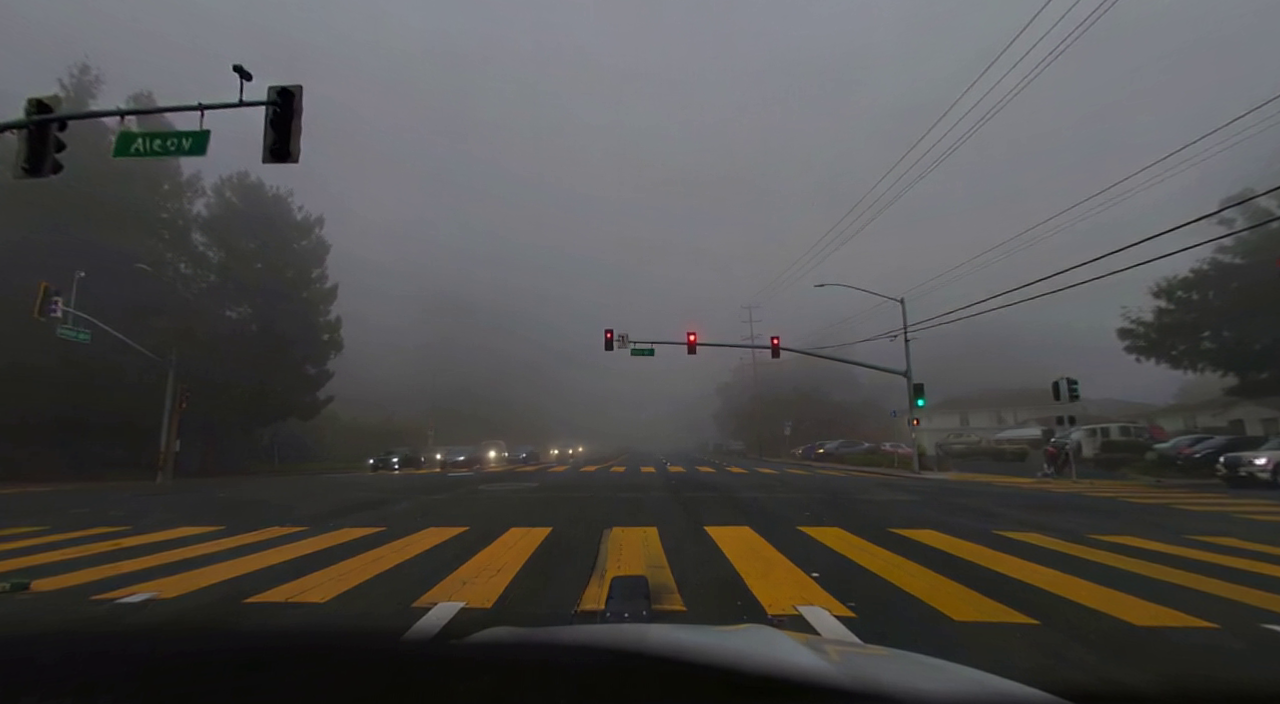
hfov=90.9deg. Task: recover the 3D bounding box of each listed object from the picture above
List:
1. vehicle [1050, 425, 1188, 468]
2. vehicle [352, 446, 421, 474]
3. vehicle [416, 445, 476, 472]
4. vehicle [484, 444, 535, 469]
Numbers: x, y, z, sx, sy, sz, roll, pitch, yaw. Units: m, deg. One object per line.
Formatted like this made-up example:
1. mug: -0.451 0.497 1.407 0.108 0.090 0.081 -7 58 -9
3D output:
1. vehicle: 25.294 5.026 33.626 2.177 2.086 5.514 2 -9 -14
2. vehicle: -14.620 6.215 36.645 2.035 1.470 4.677 0 -8 0
3. vehicle: -10.955 6.007 35.852 2.007 1.451 4.242 0 -8 1
4. vehicle: -7.652 6.154 37.317 1.958 1.415 4.312 0 -8 1
